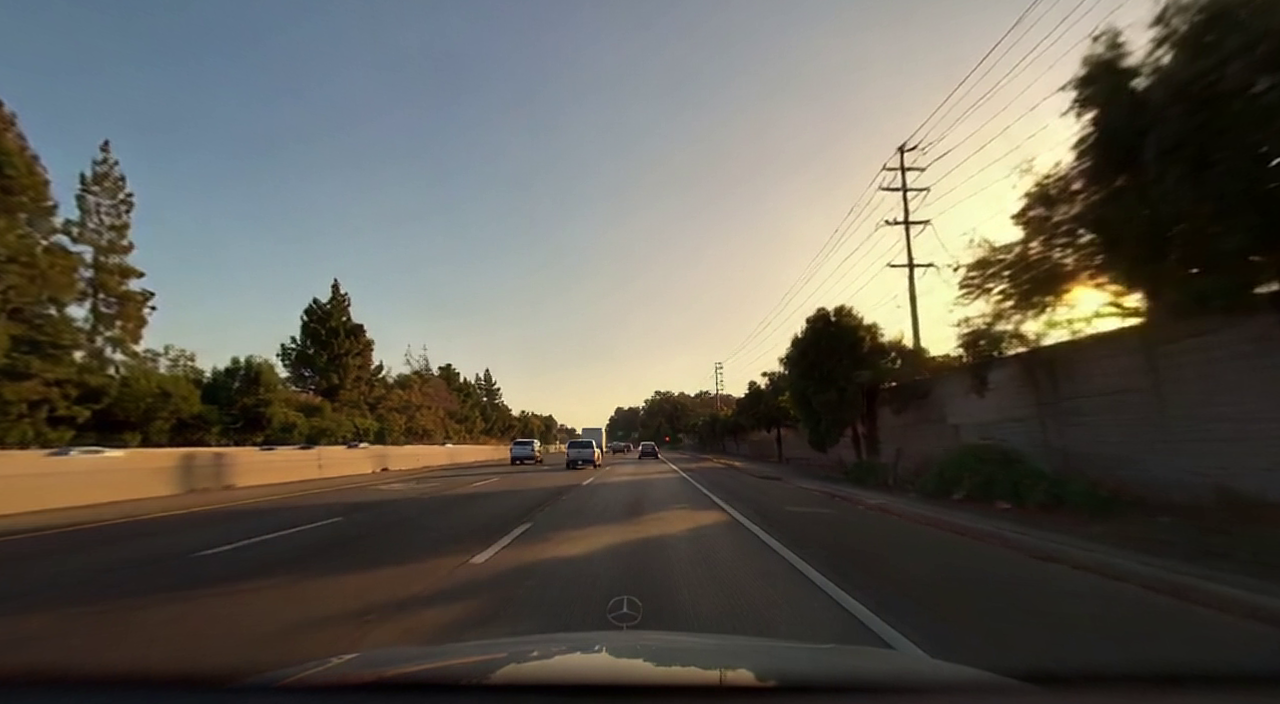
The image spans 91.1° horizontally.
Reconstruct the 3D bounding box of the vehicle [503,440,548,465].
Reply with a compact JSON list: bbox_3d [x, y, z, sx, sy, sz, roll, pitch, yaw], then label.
[{"bbox_3d":[-7.079,6.246,39.244,1.936,1.497,4.251,0,-8,1],"label":"vehicle"}]

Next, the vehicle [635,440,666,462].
[{"bbox_3d":[0.707,6.831,43.412,2.057,1.453,3.926,0,-8,1],"label":"vehicle"}]

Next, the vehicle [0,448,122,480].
[{"bbox_3d":[-29.219,5.626,31.831,1.901,1.468,4.681,0,-8,0],"label":"vehicle"}]

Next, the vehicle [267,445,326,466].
[{"bbox_3d":[-25.020,7.562,45.883,1.787,1.432,4.287,0,-8,1],"label":"vehicle"}]

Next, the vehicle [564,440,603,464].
[{"bbox_3d":[-3.544,6.385,40.207,2.046,1.478,4.111,0,-8,1],"label":"vehicle"}]
